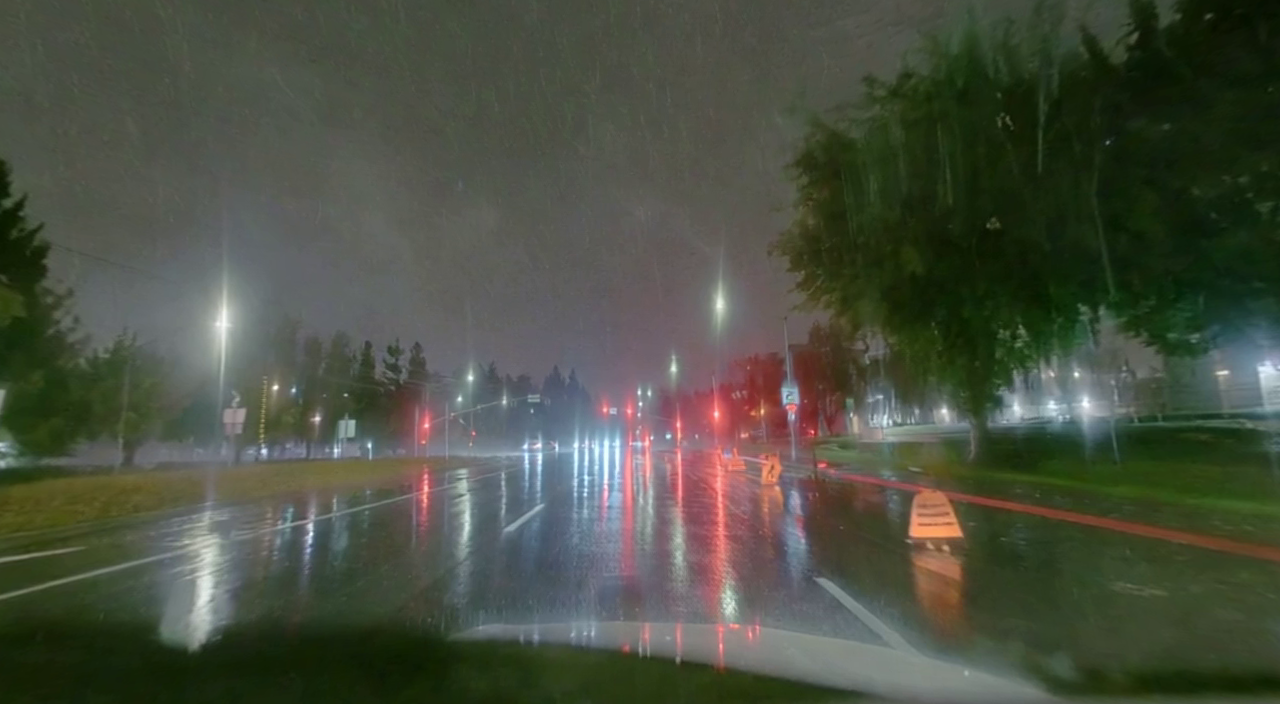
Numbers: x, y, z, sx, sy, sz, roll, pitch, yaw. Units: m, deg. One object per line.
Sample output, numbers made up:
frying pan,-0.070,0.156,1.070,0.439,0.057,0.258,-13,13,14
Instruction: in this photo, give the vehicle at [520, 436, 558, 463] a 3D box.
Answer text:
vehicle,-6.423,6.252,40.594,1.869,1.570,4.064,0,-8,-2
